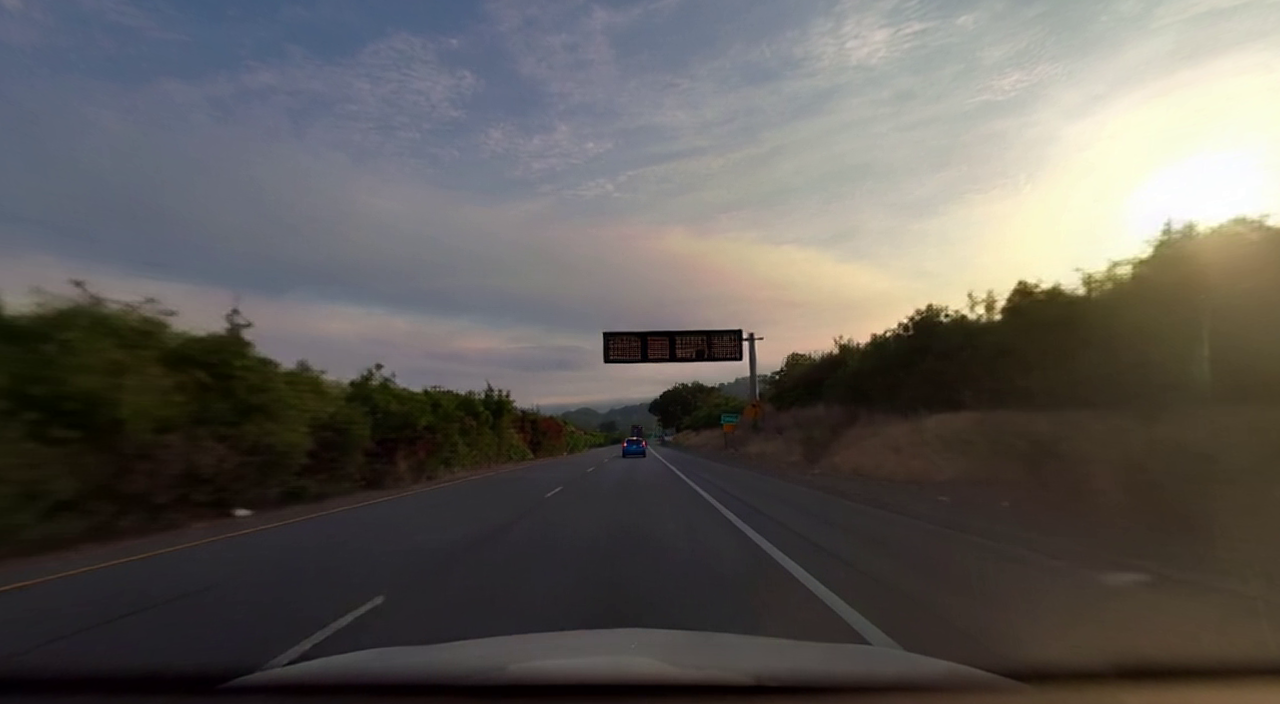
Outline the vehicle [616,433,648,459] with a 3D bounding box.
[{"bbox_3d":[-0.594,6.682,44.741,2.180,1.717,4.139,0,-8,-1],"label":"vehicle"}]
